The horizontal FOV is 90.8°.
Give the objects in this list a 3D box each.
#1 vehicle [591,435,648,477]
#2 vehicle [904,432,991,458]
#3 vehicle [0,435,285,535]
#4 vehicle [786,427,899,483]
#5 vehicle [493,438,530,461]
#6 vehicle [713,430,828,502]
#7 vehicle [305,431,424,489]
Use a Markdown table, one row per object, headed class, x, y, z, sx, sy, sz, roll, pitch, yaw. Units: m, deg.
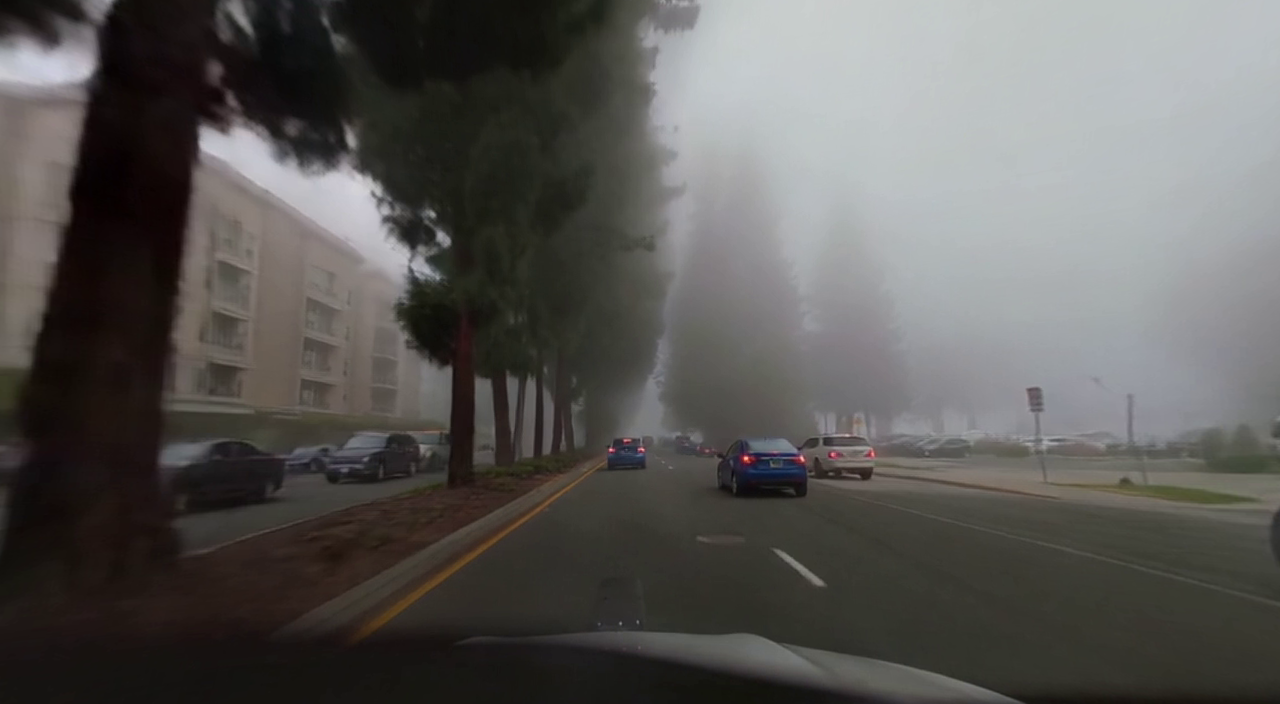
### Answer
| class | x | y | z | sx | sy | sz | roll | pitch | yaw |
| --- | --- | --- | --- | --- | --- | --- | --- | --- | --- |
| vehicle | -0.725 | 3.931 | 24.069 | 1.994 | 1.479 | 3.647 | 0 | -8 | -1 |
| vehicle | 20.528 | 6.240 | 42.286 | 4.697 | 1.691 | 2.106 | 0 | -9 | -1 |
| vehicle | -9.041 | 2.334 | 11.807 | 2.148 | 1.473 | 4.709 | 0 | -8 | -2 |
| vehicle | 7.195 | 3.742 | 23.202 | 2.224 | 1.772 | 5.325 | 0 | -9 | -2 |
| vehicle | -9.510 | 7.232 | 47.085 | 1.953 | 1.612 | 4.204 | 0 | -9 | 0 |
| vehicle | 2.982 | 2.703 | 15.296 | 1.852 | 1.498 | 3.825 | 0 | -8 | -2 |
| vehicle | -9.035 | 3.552 | 21.192 | 2.019 | 1.668 | 4.433 | -1 | -8 | -1 |
